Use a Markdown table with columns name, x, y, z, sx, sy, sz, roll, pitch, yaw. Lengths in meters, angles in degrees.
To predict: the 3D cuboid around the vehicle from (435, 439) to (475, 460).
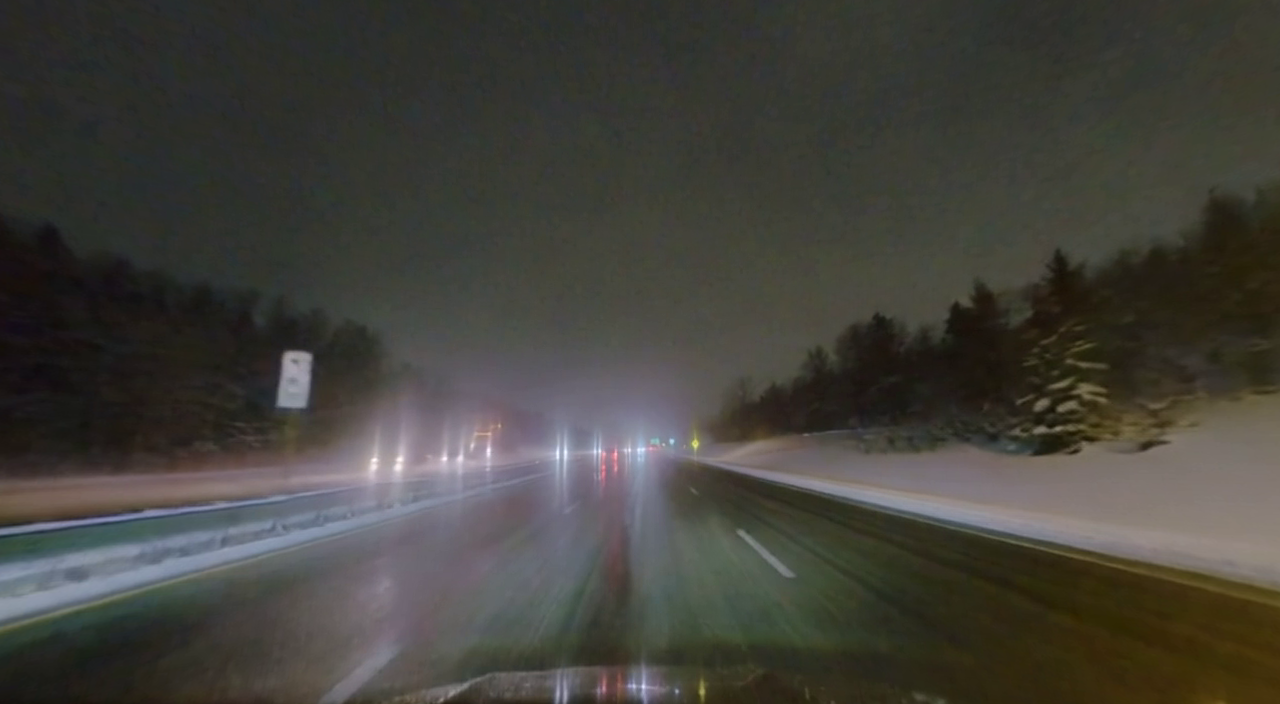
| name | x | y | z | sx | sy | sz | roll | pitch | yaw |
| --- | --- | --- | --- | --- | --- | --- | --- | --- | --- |
| vehicle | -14.360 | 7.593 | 49.100 | 1.753 | 1.556 | 4.053 | 0 | -9 | 1 |

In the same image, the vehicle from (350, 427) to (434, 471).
| name | x | y | z | sx | sy | sz | roll | pitch | yaw |
| --- | --- | --- | --- | --- | --- | --- | --- | --- | --- |
| vehicle | -14.558 | 5.793 | 37.610 | 2.230 | 2.369 | 6.640 | 0 | -9 | 1 |
